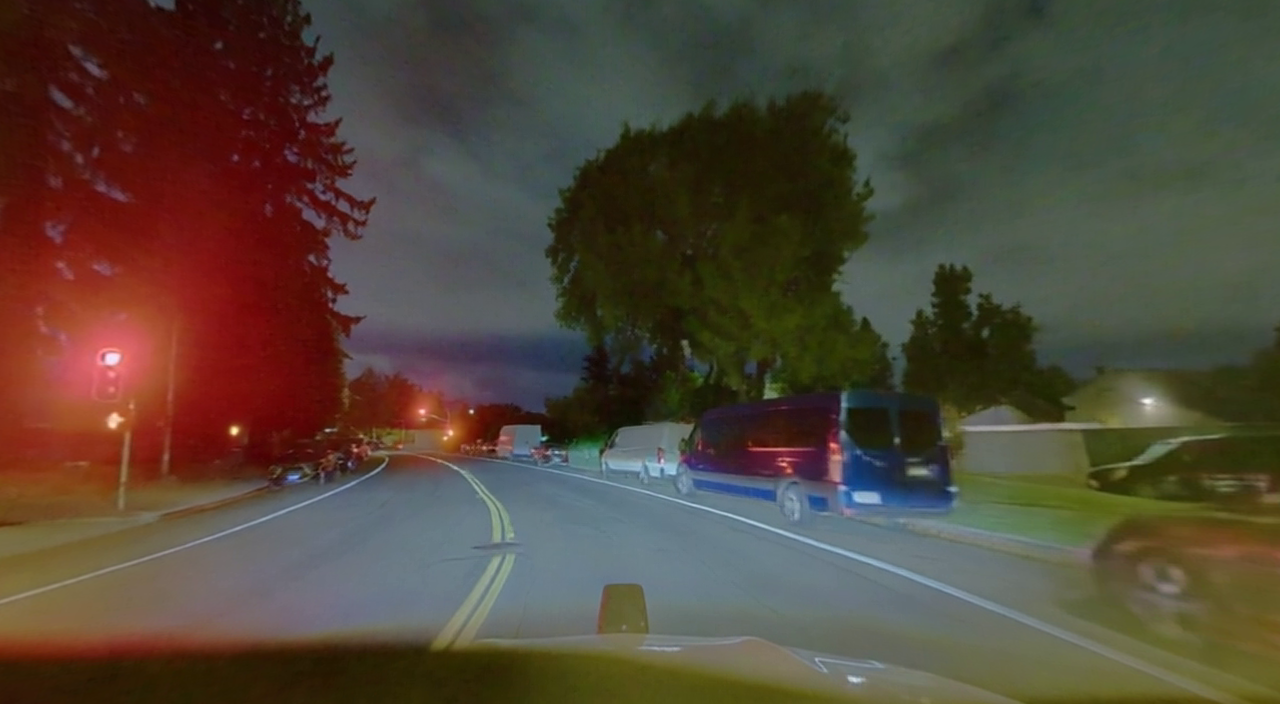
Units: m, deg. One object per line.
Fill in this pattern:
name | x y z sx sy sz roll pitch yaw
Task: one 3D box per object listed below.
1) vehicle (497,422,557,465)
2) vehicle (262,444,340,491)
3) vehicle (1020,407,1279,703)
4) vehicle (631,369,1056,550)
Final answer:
vehicle | -8.521 6.790 46.962 3.089 2.882 6.770 3 -9 -21
vehicle | -12.488 4.234 23.506 1.950 1.489 4.214 2 -8 -20
vehicle | 4.218 0.977 2.856 1.957 1.479 4.554 0 -8 -3
vehicle | 2.607 2.081 12.964 3.041 2.164 10.370 1 -9 -15
